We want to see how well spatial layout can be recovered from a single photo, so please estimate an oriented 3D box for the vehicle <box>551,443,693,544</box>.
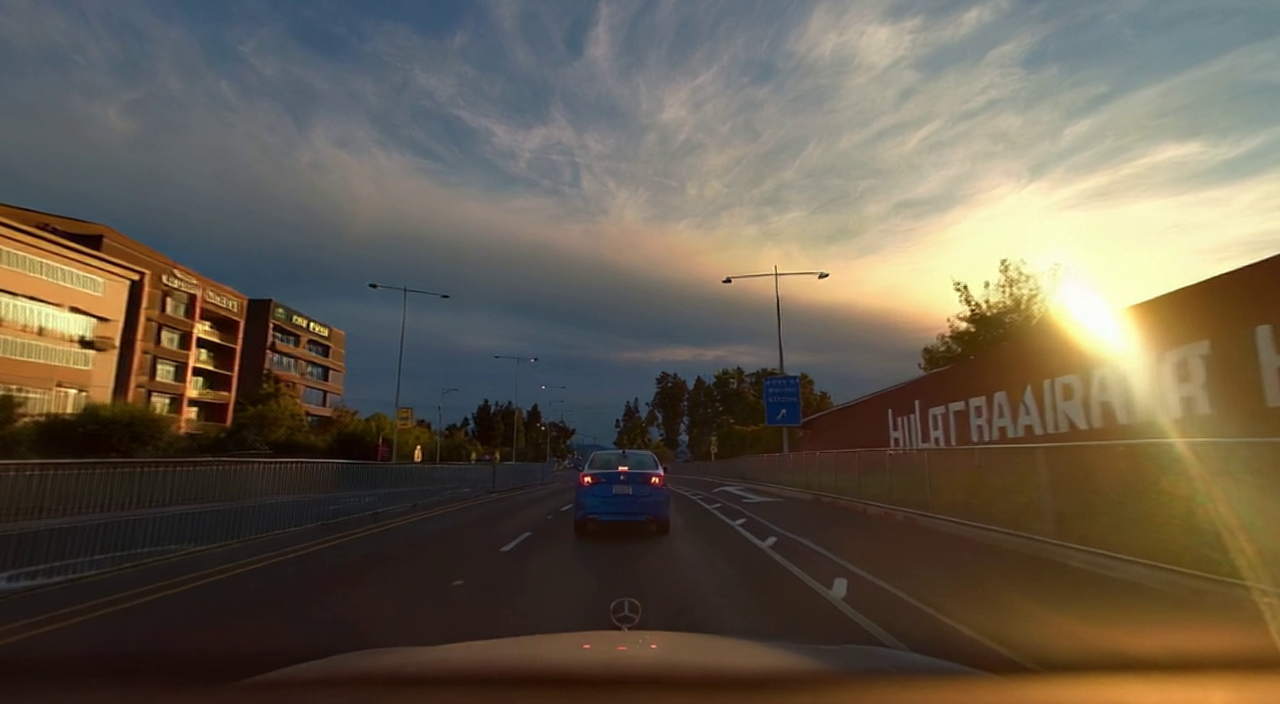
[{"bbox_3d":[-0.280,2.376,11.210,2.063,1.442,3.933,0,-9,0],"label":"vehicle"}]
